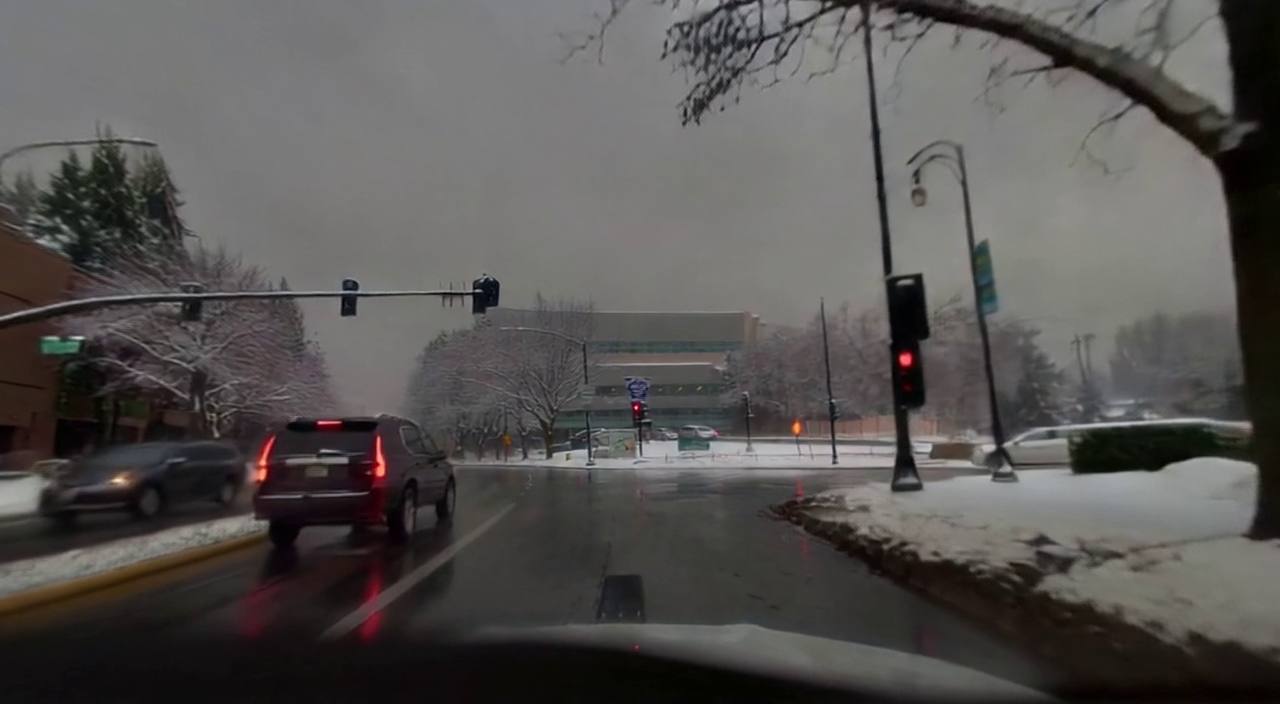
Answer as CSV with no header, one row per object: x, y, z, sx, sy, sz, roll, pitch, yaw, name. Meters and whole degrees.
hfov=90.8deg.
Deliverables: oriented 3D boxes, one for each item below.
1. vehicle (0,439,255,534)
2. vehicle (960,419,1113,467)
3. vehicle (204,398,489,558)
-11.382,2.964,14.622,2.433,1.784,4.681,1,-9,-7,vehicle
15.965,3.733,25.827,4.857,1.803,2.147,-4,-10,22,vehicle
-3.956,1.822,9.812,2.134,1.799,5.082,0,-9,-2,vehicle
